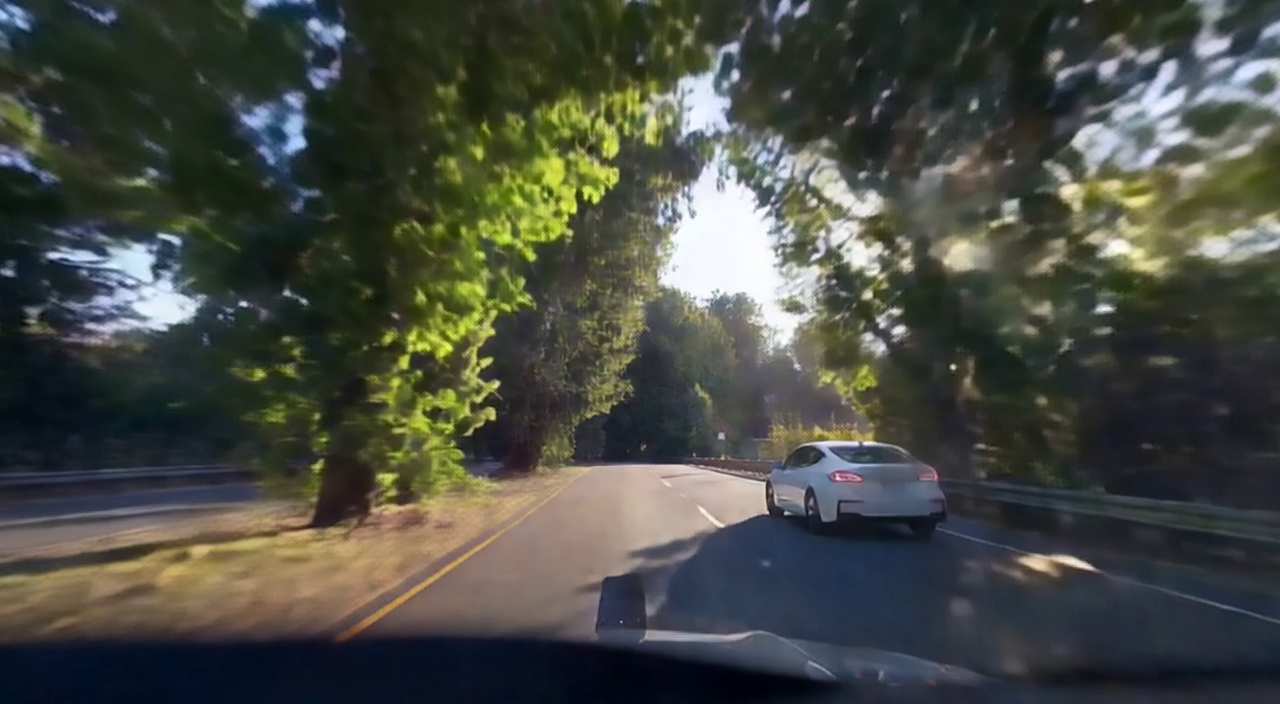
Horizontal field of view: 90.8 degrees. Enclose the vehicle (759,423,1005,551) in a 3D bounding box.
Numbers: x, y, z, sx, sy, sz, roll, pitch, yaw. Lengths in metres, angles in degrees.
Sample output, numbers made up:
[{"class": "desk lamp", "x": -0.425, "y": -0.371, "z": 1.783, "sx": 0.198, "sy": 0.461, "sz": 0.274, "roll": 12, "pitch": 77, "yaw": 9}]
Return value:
[{"class": "vehicle", "x": 3.493, "y": 2.046, "z": 10.315, "sx": 2.060, "sy": 1.584, "sz": 4.592, "roll": 0, "pitch": -9, "yaw": -2}]
